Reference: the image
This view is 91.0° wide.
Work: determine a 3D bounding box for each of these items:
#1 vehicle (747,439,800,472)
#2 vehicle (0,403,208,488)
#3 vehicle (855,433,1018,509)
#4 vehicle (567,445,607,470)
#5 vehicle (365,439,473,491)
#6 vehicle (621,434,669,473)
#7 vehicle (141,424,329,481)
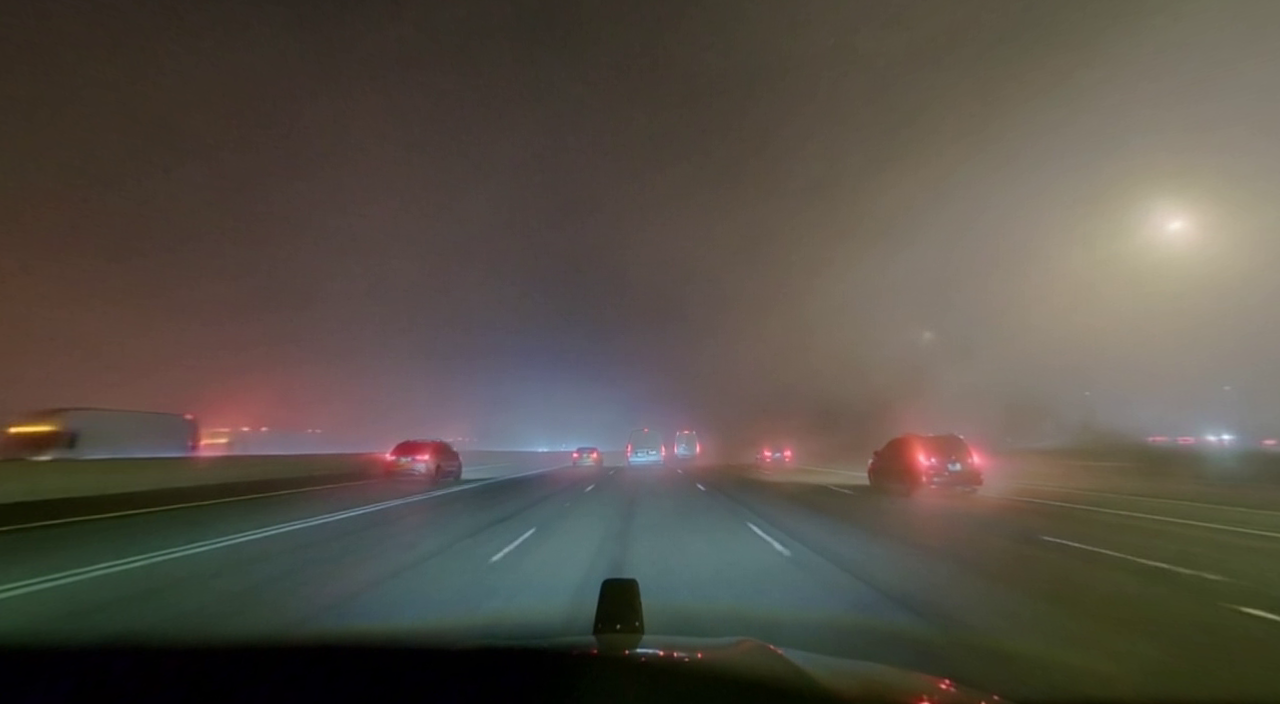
[{"bbox_3d":[8.027,6.279,38.377,2.147,1.808,5.243,0,-9,0],"label":"vehicle"},{"bbox_3d":[-26.318,4.680,31.594,3.029,3.643,8.425,0,-9,1],"label":"vehicle"},{"bbox_3d":[7.463,3.025,16.480,2.146,1.678,4.489,0,-9,1],"label":"vehicle"},{"bbox_3d":[-3.484,7.085,42.523,2.173,1.542,4.781,0,-9,2],"label":"vehicle"},{"bbox_3d":[-7.636,3.930,22.290,2.108,1.619,4.548,0,-9,1],"label":"vehicle"},{"bbox_3d":[0.278,5.732,35.691,2.509,2.062,4.639,0,-9,0],"label":"vehicle"},{"bbox_3d":[-26.150,6.657,42.366,2.847,3.131,14.554,0,-8,1],"label":"vehicle"}]
